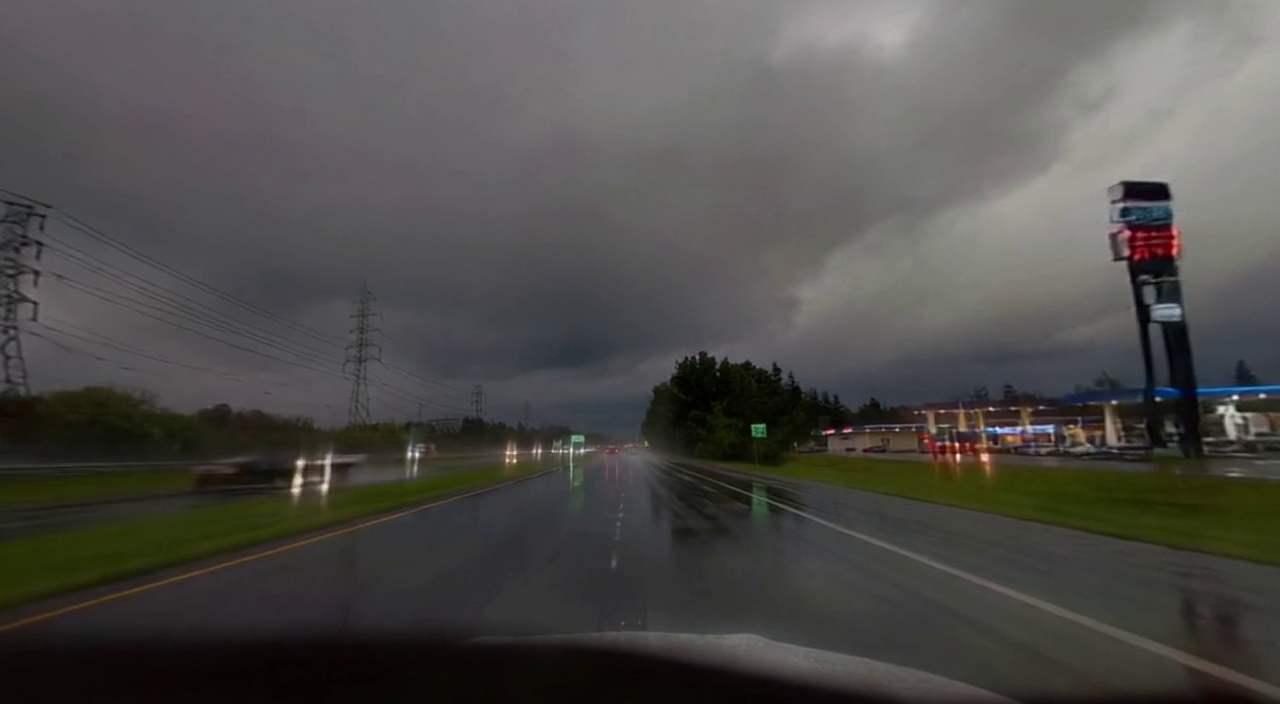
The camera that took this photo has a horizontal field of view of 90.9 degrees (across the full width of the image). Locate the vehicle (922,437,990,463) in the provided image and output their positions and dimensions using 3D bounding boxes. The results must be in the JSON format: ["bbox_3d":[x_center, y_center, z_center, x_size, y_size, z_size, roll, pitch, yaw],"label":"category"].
[{"bbox_3d":[20.741,6.474,41.564,2.029,1.578,4.313,1,-9,-3],"label":"vehicle"}]

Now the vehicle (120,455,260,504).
[{"bbox_3d":[-14.899,4.195,21.195,1.765,1.416,4.072,0,-9,-1],"label":"vehicle"}]
